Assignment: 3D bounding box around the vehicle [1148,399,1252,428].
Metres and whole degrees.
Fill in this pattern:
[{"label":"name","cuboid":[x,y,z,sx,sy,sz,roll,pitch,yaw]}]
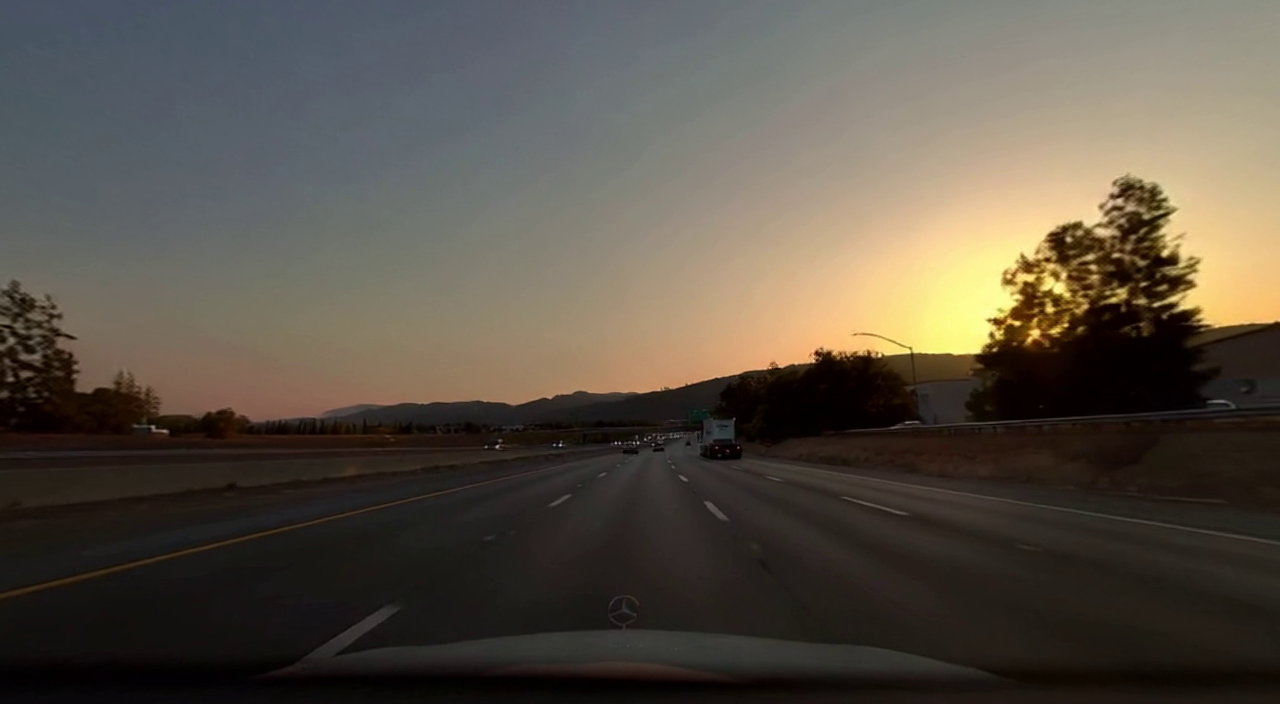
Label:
[{"label":"vehicle","cuboid":[41.843,4.700,47.340,2.205,1.861,5.602,1,-8,-8]}]
